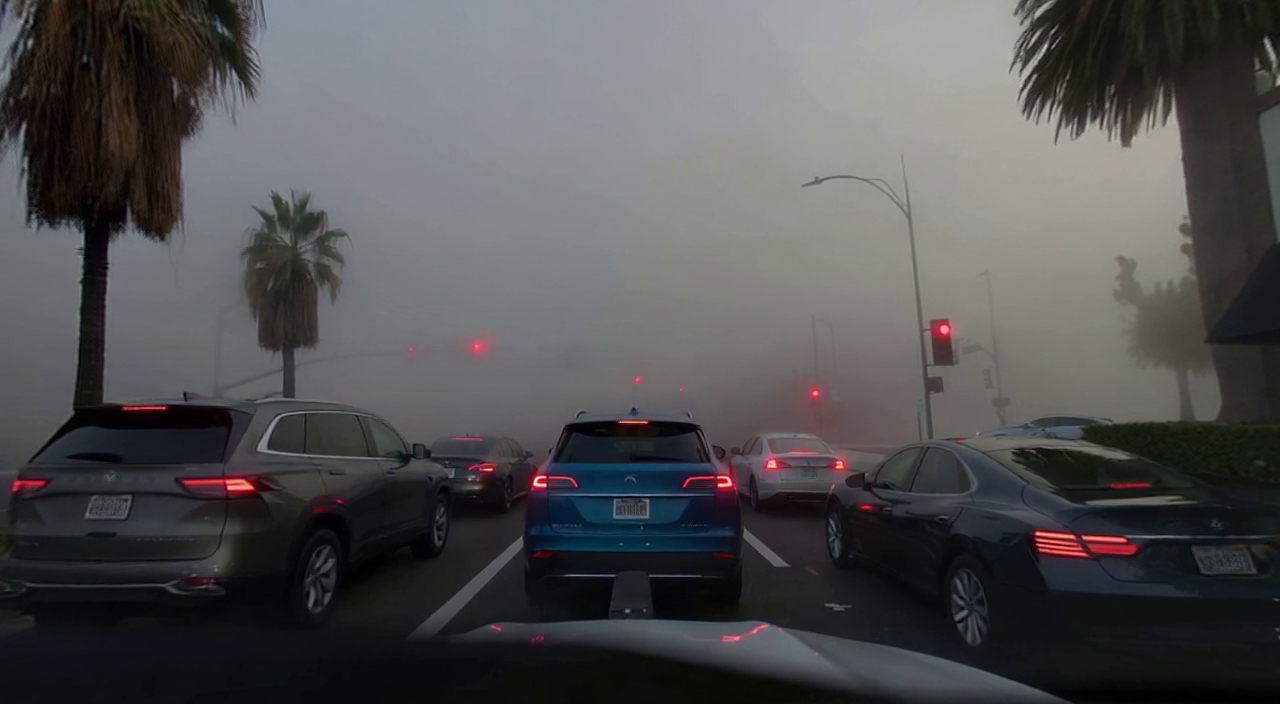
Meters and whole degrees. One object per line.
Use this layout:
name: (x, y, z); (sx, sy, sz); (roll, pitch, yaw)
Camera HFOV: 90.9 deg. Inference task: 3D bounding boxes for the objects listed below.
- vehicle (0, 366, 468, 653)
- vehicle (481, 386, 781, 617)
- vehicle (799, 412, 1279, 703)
vehicle: (-3.344, 1.283, 6.134); (2.014, 1.755, 4.360); (0, -8, 1)
vehicle: (-0.127, 1.459, 7.071); (2.280, 1.747, 4.361); (0, -8, -2)
vehicle: (2.967, 1.370, 5.263); (2.017, 1.491, 4.611); (0, -8, -1)
